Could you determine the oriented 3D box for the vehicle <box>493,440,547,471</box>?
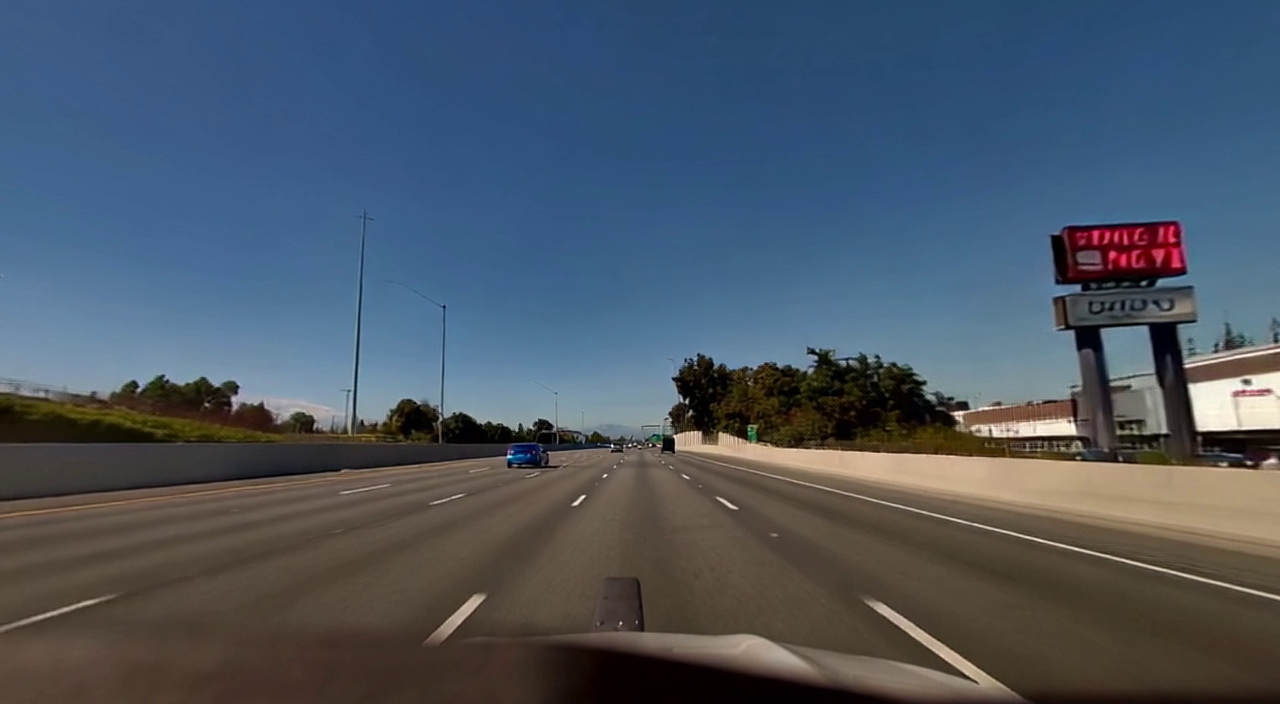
[{"bbox_3d":[-6.229,5.422,33.308,1.990,1.529,4.288,0,-8,0],"label":"vehicle"}]
